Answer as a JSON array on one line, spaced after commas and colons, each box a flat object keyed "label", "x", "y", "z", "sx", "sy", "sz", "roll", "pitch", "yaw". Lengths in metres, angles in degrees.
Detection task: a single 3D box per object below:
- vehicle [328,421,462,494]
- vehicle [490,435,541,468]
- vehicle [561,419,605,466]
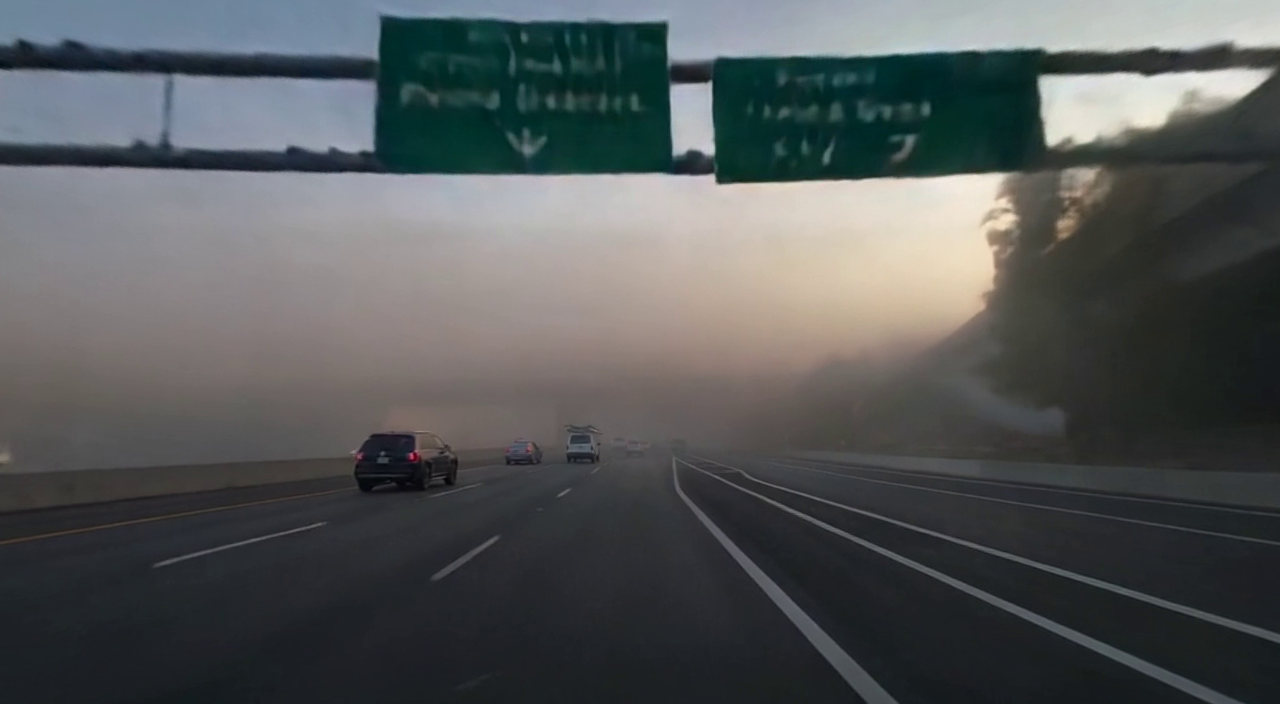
[{"label": "vehicle", "x": -7.281, "y": 3.187, "z": 19.326, "sx": 2.179, "sy": 1.948, "sz": 4.618, "roll": 0, "pitch": -8, "yaw": 1}, {"label": "vehicle", "x": -7.328, "y": 5.894, "z": 37.323, "sx": 2.109, "sy": 1.784, "sz": 4.709, "roll": 0, "pitch": -8, "yaw": -1}, {"label": "vehicle", "x": -3.651, "y": 5.954, "z": 41.394, "sx": 2.301, "sy": 2.843, "sz": 6.458, "roll": 0, "pitch": -8, "yaw": 0}]
